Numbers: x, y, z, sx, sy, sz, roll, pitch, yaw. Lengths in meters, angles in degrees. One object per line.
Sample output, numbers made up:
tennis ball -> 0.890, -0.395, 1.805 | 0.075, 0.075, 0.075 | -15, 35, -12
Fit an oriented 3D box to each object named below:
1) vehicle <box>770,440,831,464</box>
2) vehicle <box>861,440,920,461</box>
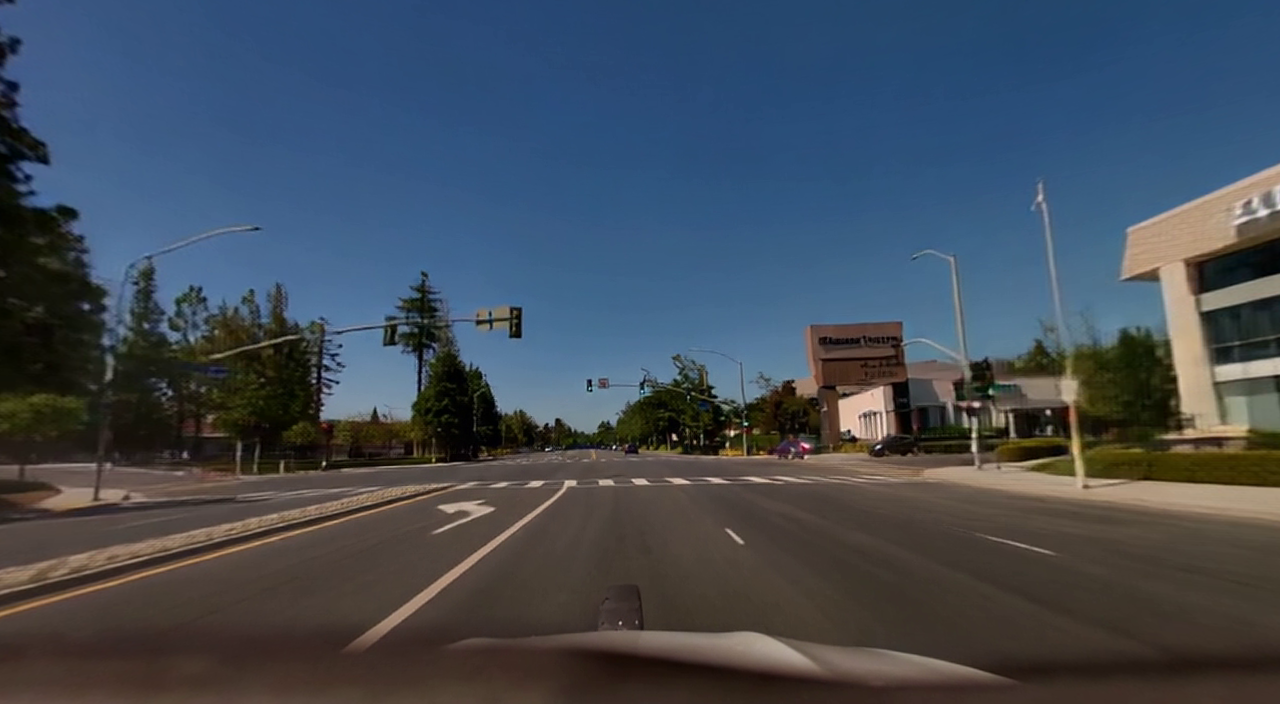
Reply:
vehicle -> 11.440, 7.130, 45.111 | 3.780, 1.496, 1.867 | 0, -8, -23
vehicle -> 18.978, 7.417, 47.811 | 3.942, 1.505, 1.848 | 4, -9, -24
